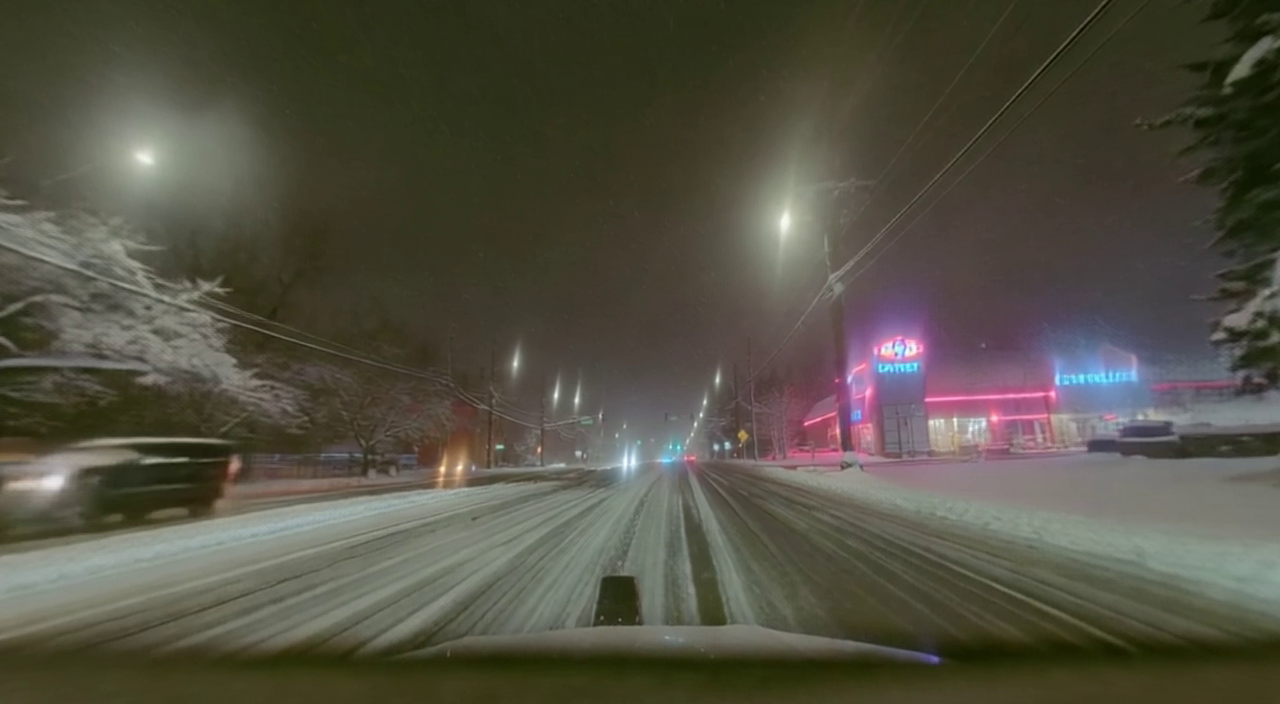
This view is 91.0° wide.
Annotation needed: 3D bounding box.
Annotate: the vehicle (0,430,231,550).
[{"bbox_3d":[-10.267,2.416,11.739,2.209,1.773,4.481,0,-9,0],"label":"vehicle"}]
